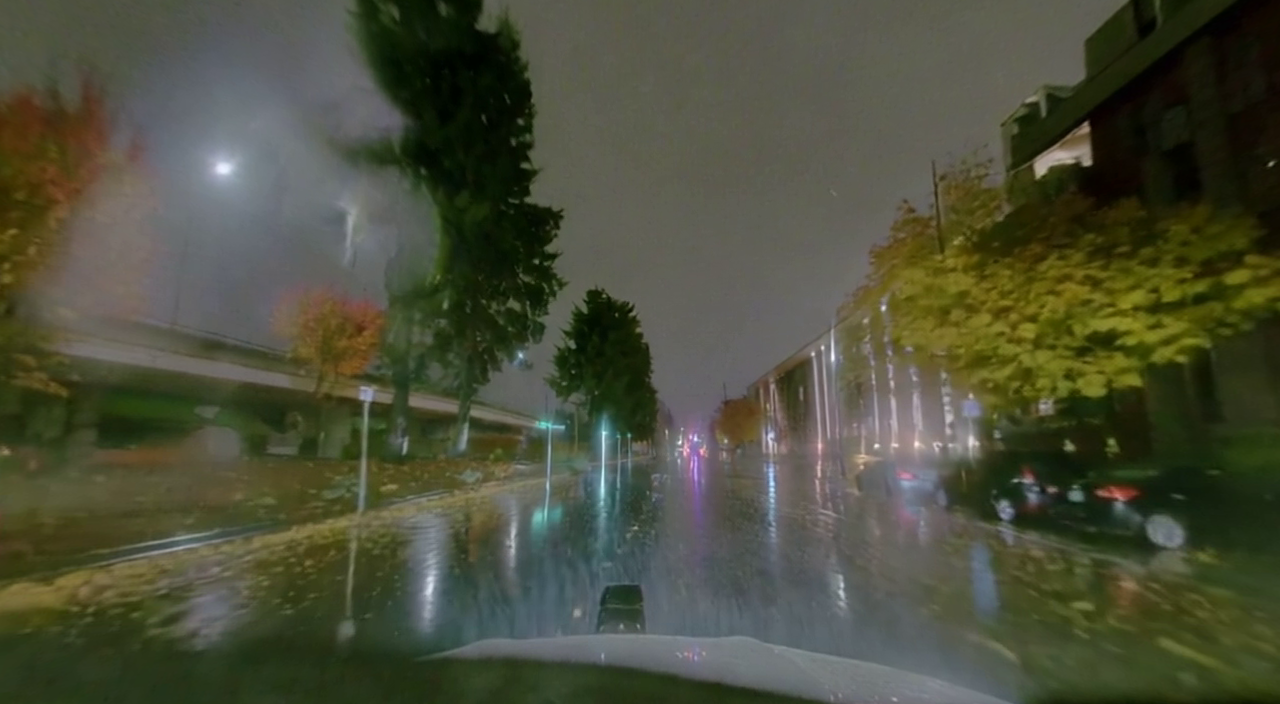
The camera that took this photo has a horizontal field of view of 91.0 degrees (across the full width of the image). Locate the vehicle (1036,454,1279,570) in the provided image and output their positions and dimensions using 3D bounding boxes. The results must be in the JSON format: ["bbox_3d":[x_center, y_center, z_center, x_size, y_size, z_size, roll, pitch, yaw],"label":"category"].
[{"bbox_3d":[9.285,2.382,9.772,4.775,1.542,2.145,0,-9,3],"label":"vehicle"}]

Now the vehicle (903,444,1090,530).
[{"bbox_3d":[7.919,2.979,14.610,1.954,1.657,4.522,-1,-9,4],"label":"vehicle"}]
